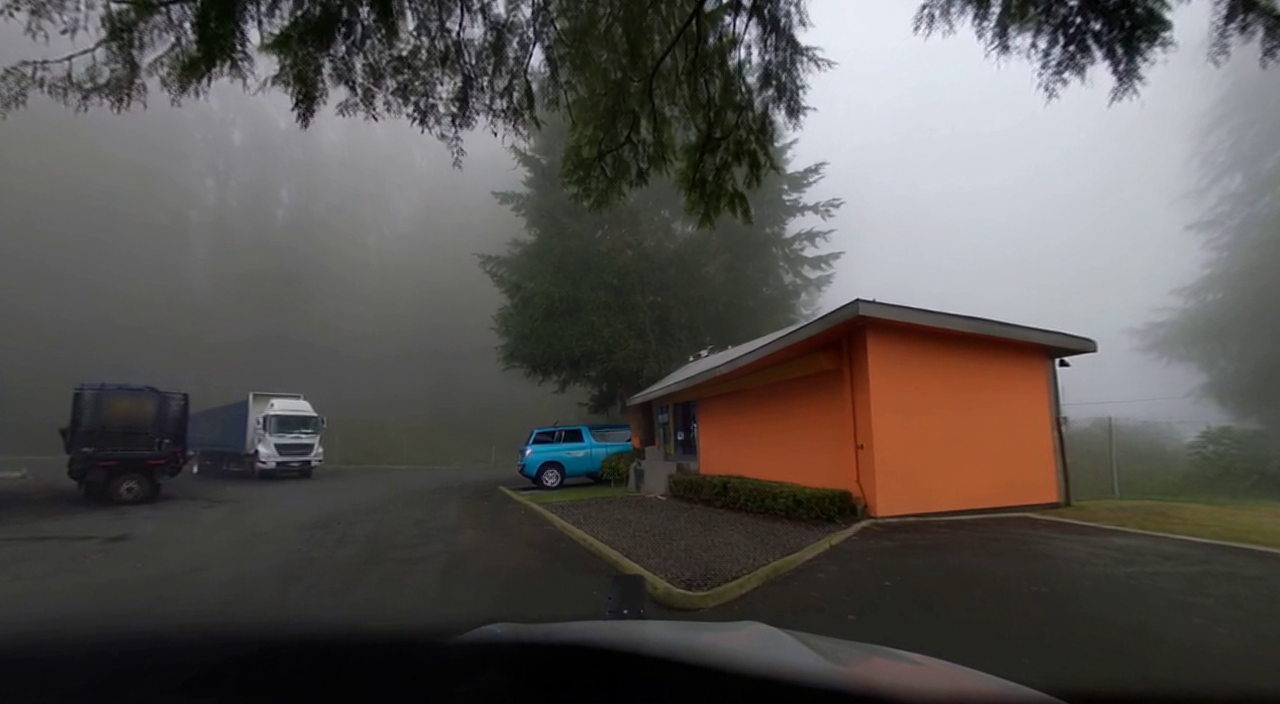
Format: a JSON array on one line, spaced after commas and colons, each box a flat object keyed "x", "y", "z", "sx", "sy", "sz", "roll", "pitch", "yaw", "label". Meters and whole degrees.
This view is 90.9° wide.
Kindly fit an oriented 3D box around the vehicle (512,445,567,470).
[{"x": -6.305, "y": 6.684, "z": 39.970, "sx": 1.809, "sy": 1.506, "sz": 3.473, "roll": -4, "pitch": -10, "yaw": 25, "label": "vehicle"}]

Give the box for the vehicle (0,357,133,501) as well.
[{"x": -21.609, "y": 2.705, "z": 20.990, "sx": 11.512, "sy": 3.871, "sz": 3.038, "roll": -5, "pitch": -10, "yaw": 30, "label": "vehicle"}]

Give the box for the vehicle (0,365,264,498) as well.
[{"x": -19.194, "y": 3.075, "z": 23.479, "sx": 11.906, "sy": 4.069, "sz": 2.948, "roll": -5, "pitch": -10, "yaw": 28, "label": "vehicle"}]
